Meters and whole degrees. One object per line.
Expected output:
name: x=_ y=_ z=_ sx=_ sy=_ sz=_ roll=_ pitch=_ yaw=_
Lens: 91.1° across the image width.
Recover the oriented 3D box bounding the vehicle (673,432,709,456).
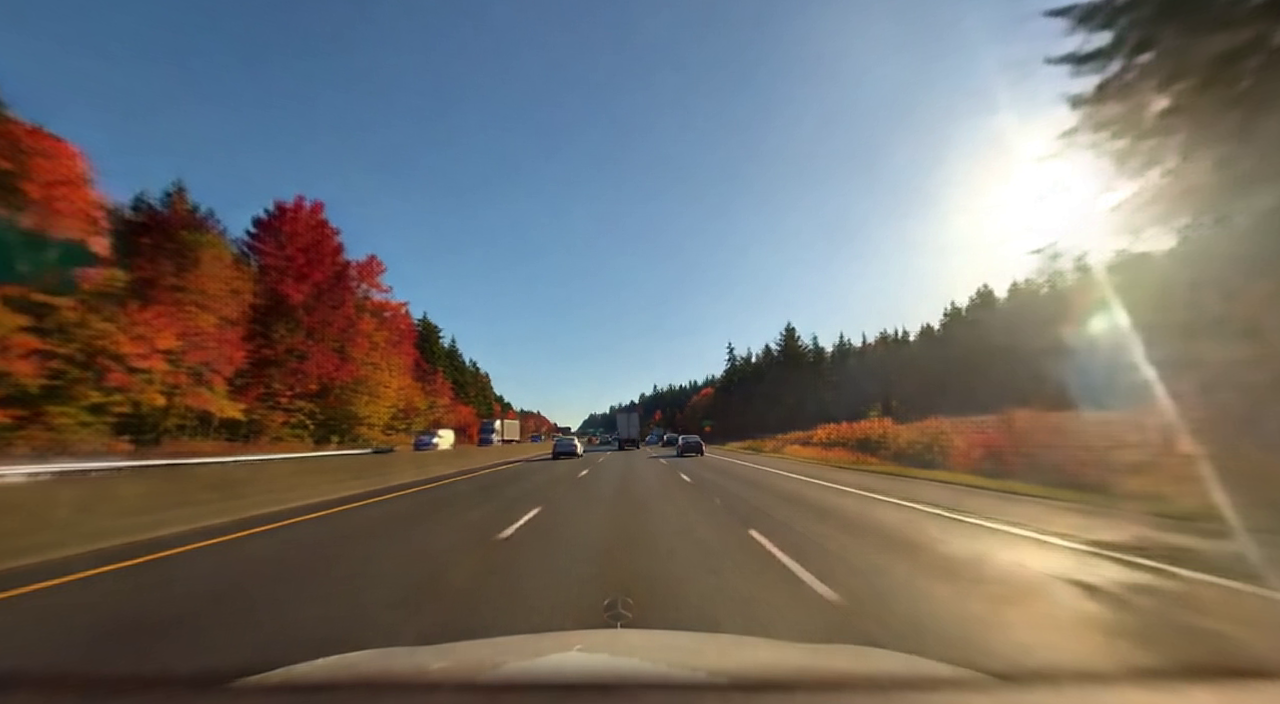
vehicle: x=3.410 y=6.249 z=42.740 sx=1.882 sy=1.492 sz=3.958 roll=0 pitch=-8 yaw=-3

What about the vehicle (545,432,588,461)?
vehicle: x=-4.032 y=5.274 z=35.130 sx=2.027 sy=1.501 sz=3.920 roll=0 pitch=-8 yaw=-1
